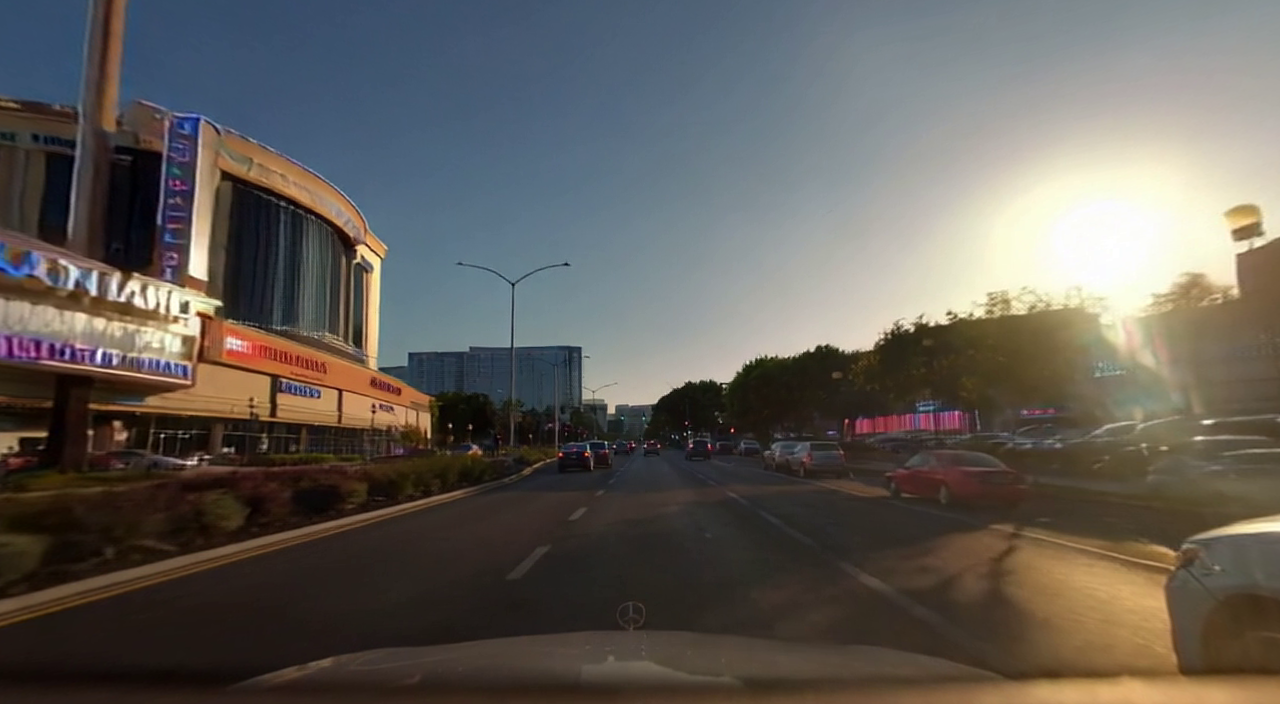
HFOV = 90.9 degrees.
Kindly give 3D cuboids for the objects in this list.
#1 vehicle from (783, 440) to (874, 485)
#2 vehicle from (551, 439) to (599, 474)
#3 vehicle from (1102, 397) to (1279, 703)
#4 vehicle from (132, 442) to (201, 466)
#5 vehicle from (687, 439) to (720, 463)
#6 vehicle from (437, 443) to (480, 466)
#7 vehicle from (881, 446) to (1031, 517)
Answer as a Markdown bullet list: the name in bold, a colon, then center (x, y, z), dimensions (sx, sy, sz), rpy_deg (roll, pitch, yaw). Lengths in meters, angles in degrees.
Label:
- **vehicle**: center (7.358, 4.331, 25.133), dimensions (1.918, 1.598, 4.536), rpy_deg (0, -8, -4)
- **vehicle**: center (-3.026, 4.947, 30.007), dimensions (1.917, 1.511, 4.436), rpy_deg (0, -8, -1)
- **vehicle**: center (3.438, 0.718, 1.016), dimensions (1.981, 1.499, 4.536), rpy_deg (0, -8, 1)
- **vehicle**: center (-34.571, 7.437, 46.120), dimensions (1.810, 1.606, 3.988), rpy_deg (-1, -8, 2)
- **vehicle**: center (4.687, 7.433, 47.288), dimensions (2.007, 1.683, 4.171), rpy_deg (0, -8, -1)
- **vehicle**: center (-14.041, 7.944, 49.066), dimensions (1.905, 1.687, 4.436), rpy_deg (-1, -8, 2)
- **vehicle**: center (7.324, 2.992, 15.051), dimensions (1.654, 1.440, 3.647), rpy_deg (0, -8, -1)
